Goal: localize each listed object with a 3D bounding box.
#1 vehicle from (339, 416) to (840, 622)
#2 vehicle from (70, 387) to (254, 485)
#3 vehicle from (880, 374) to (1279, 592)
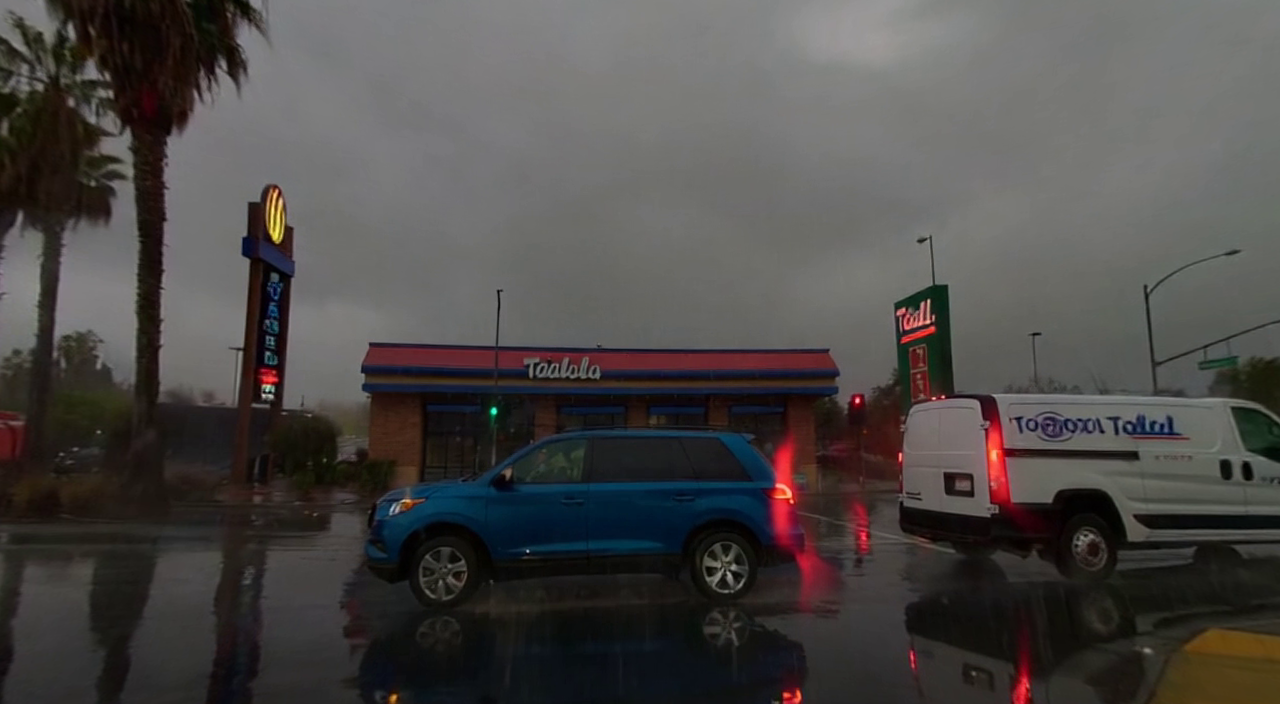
[{"bbox_3d":[-0.483,1.629,6.837,4.493,1.728,2.137,1,-9,-9],"label":"vehicle"},{"bbox_3d":[-21.665,3.965,29.431,3.034,3.929,7.699,1,-9,-6],"label":"vehicle"},{"bbox_3d":[6.636,1.544,8.030,6.246,2.202,2.277,1,-9,-8],"label":"vehicle"}]
